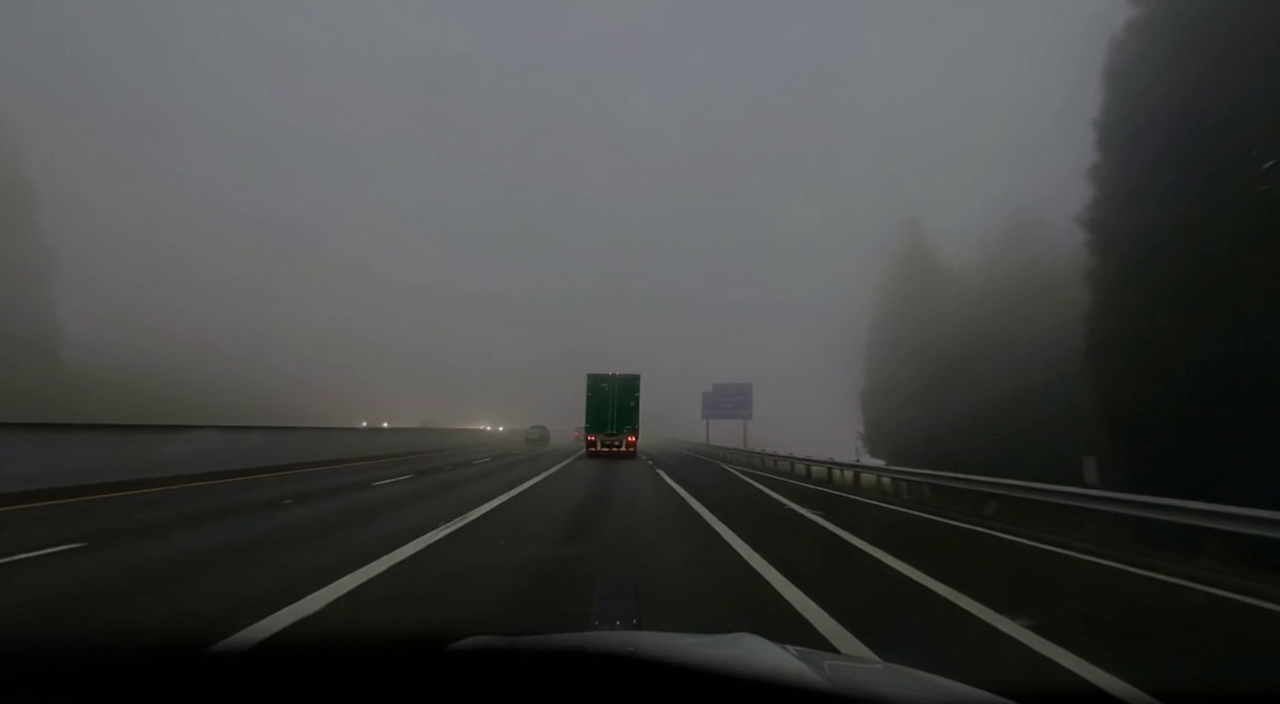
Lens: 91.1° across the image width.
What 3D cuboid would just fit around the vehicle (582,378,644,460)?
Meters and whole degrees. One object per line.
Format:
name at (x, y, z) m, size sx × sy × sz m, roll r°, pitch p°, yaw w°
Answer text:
vehicle at (-1.610, 4.096, 37.006) m, size 3.002 × 3.987 × 12.477 m, roll 0°, pitch -8°, yaw -3°
